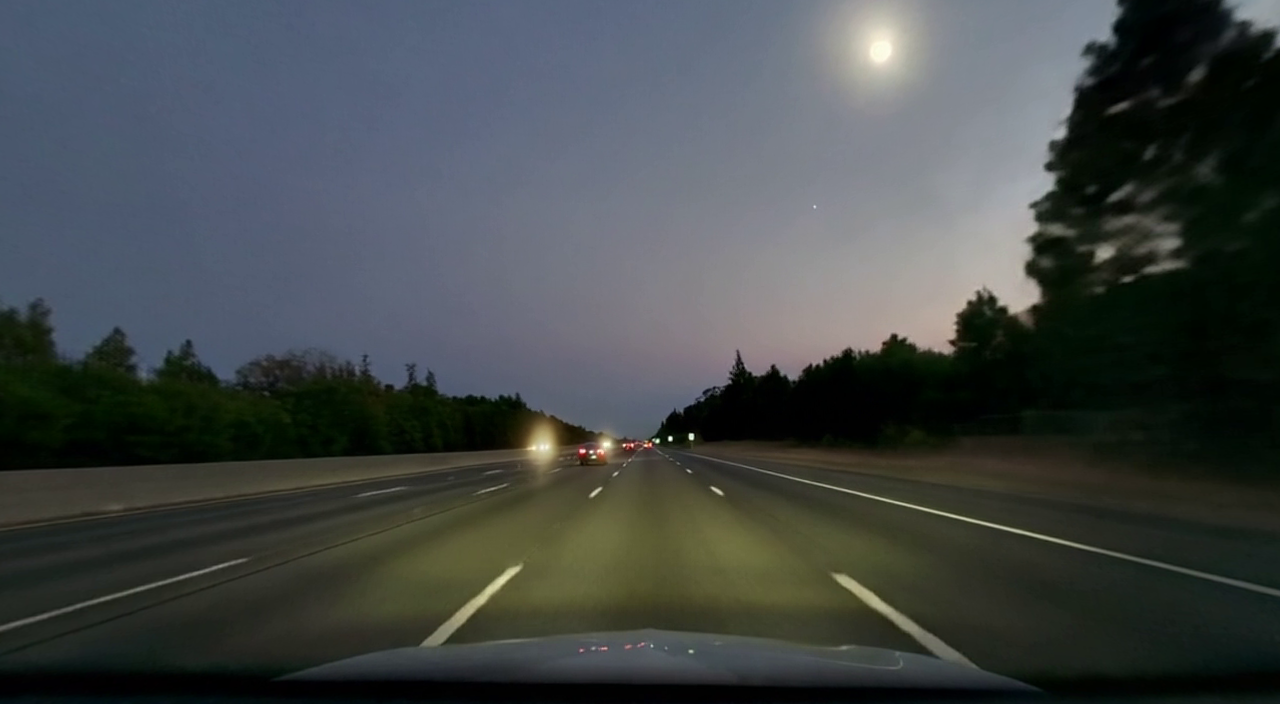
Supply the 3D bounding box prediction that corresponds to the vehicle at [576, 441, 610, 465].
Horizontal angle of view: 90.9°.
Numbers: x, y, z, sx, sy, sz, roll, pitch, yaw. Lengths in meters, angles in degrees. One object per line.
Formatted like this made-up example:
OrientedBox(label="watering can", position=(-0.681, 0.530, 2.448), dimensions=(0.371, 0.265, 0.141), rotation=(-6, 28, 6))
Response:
OrientedBox(label="vehicle", position=(-3.239, 7.023, 44.087), dimensions=(1.993, 1.589, 3.898), rotation=(0, -8, 1))
